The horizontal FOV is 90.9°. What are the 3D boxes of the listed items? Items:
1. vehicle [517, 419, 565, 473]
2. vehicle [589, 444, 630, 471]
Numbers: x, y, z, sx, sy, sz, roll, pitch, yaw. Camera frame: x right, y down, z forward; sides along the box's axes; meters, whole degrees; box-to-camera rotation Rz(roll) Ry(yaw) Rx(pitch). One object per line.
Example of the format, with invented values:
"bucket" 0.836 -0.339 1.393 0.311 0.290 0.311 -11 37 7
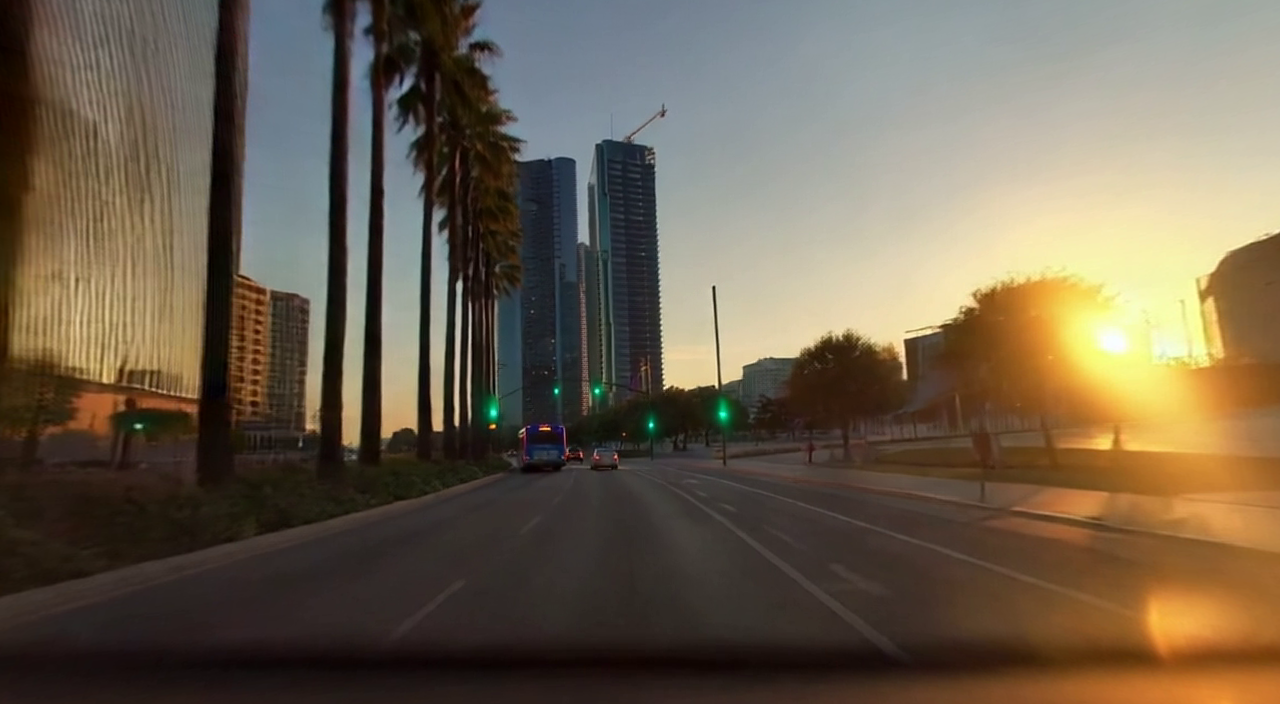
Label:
"vehicle" -6.218 6.043 40.637 2.678 3.042 8.474 1 -8 -7
"vehicle" -1.873 6.246 37.571 2.107 1.481 4.097 1 -8 -7
